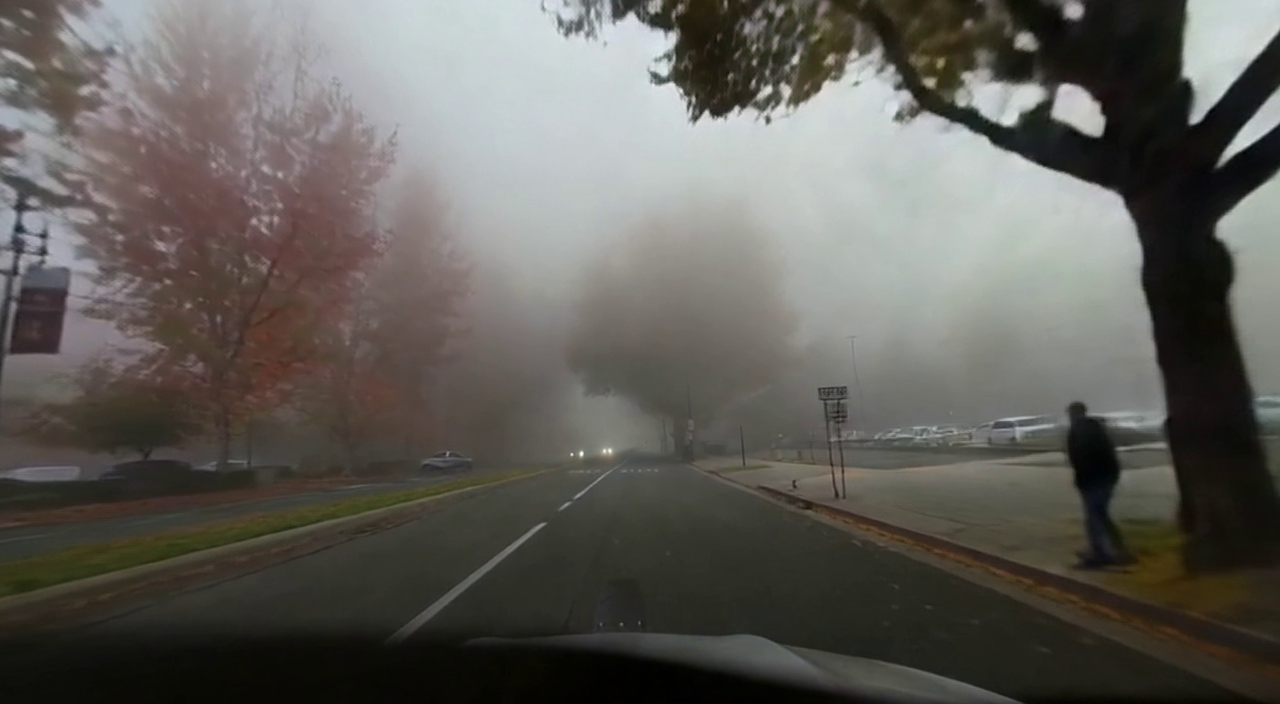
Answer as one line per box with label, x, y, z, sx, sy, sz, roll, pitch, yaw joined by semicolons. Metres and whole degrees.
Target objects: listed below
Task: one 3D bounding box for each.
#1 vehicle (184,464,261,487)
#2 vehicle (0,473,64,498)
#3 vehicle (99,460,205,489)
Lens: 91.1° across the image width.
vehicle;-27.950;8.274;42.070;3.844;1.448;1.746;0;-9;1
vehicle;-40.781;8.725;41.110;4.138;1.508;1.822;0;-9;-2
vehicle;-28.386;7.132;36.612;4.552;1.576;2.005;0;-9;2
